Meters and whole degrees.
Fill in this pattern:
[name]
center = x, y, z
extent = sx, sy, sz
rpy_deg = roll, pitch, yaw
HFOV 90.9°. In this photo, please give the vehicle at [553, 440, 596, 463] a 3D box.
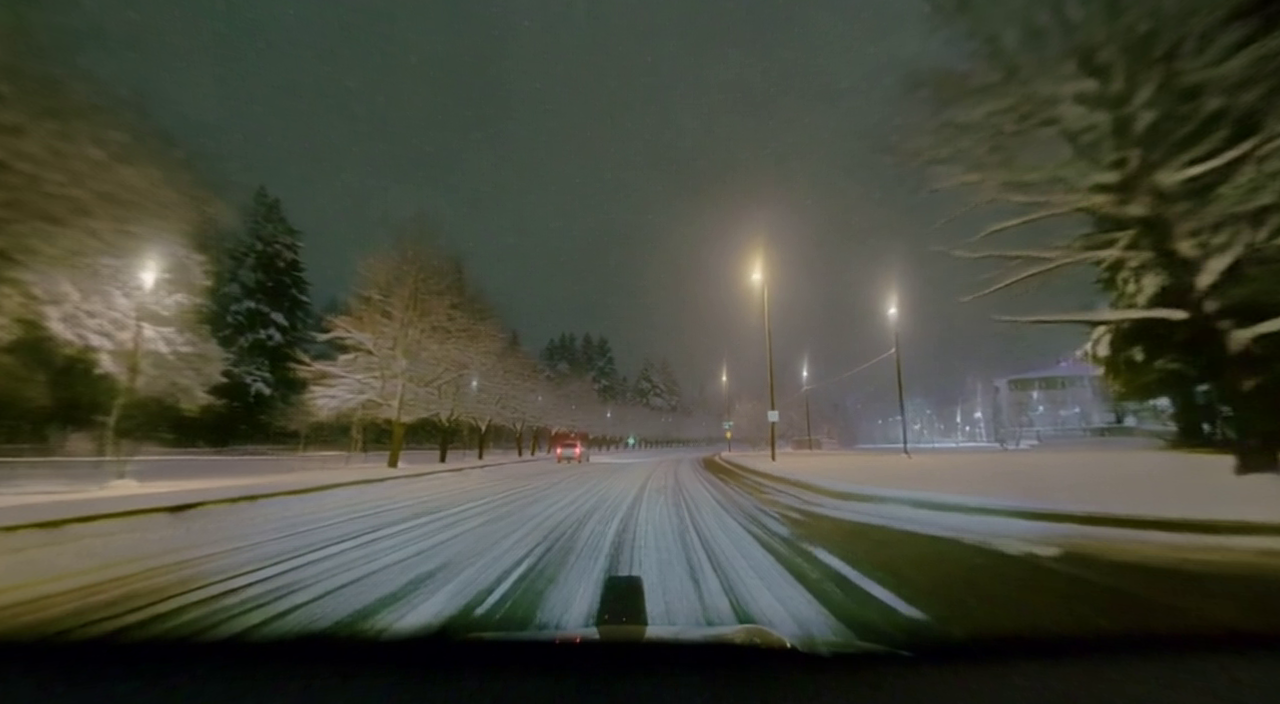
[vehicle]
center = -4.327, 6.659, 42.463
extent = 1.945, 1.461, 4.605
rpy_deg = -1, -8, 6
